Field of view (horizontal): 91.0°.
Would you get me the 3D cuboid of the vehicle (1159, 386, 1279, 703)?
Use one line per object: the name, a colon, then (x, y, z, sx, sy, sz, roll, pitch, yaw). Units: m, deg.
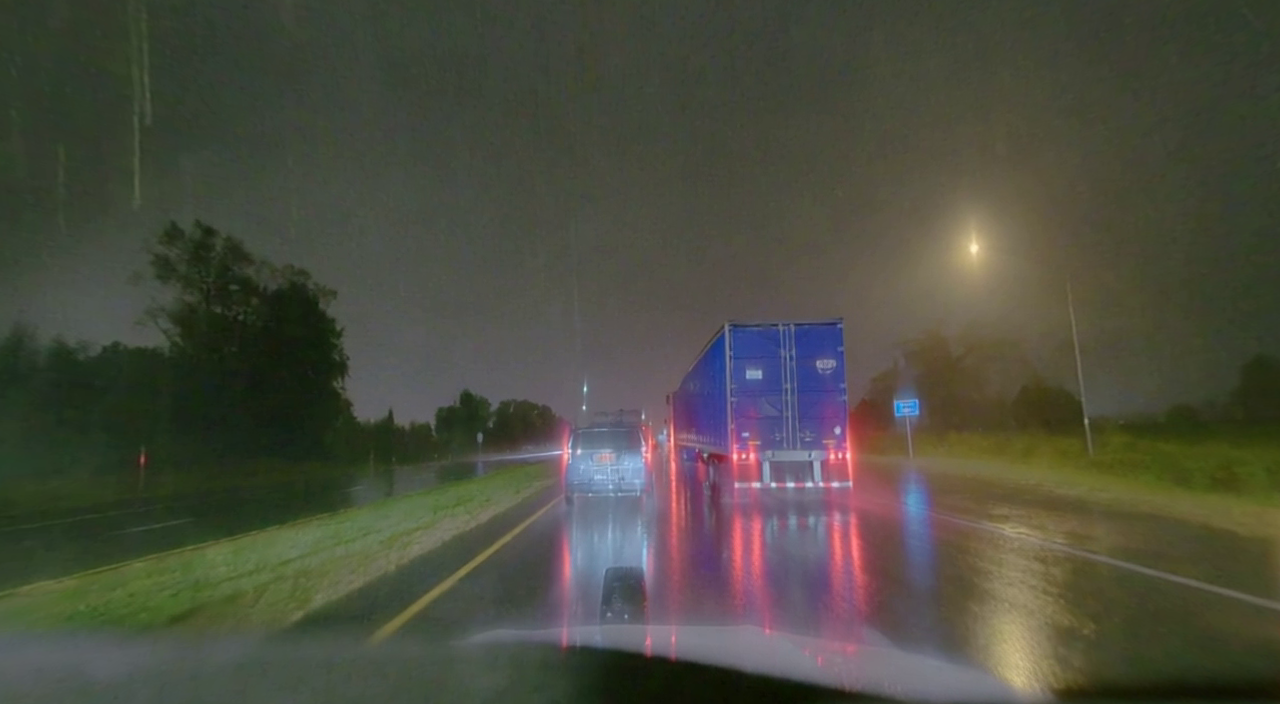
vehicle: (3.545, 0.632, 0.680, 1.960, 1.515, 4.713, 0, -8, 0)

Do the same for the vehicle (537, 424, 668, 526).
vehicle: (-0.596, 2.189, 11.750, 2.009, 1.554, 4.013, 0, -8, 0)

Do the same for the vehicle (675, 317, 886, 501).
vehicle: (3.693, 2.494, 22.960, 3.591, 4.290, 16.696, 0, -8, -1)
